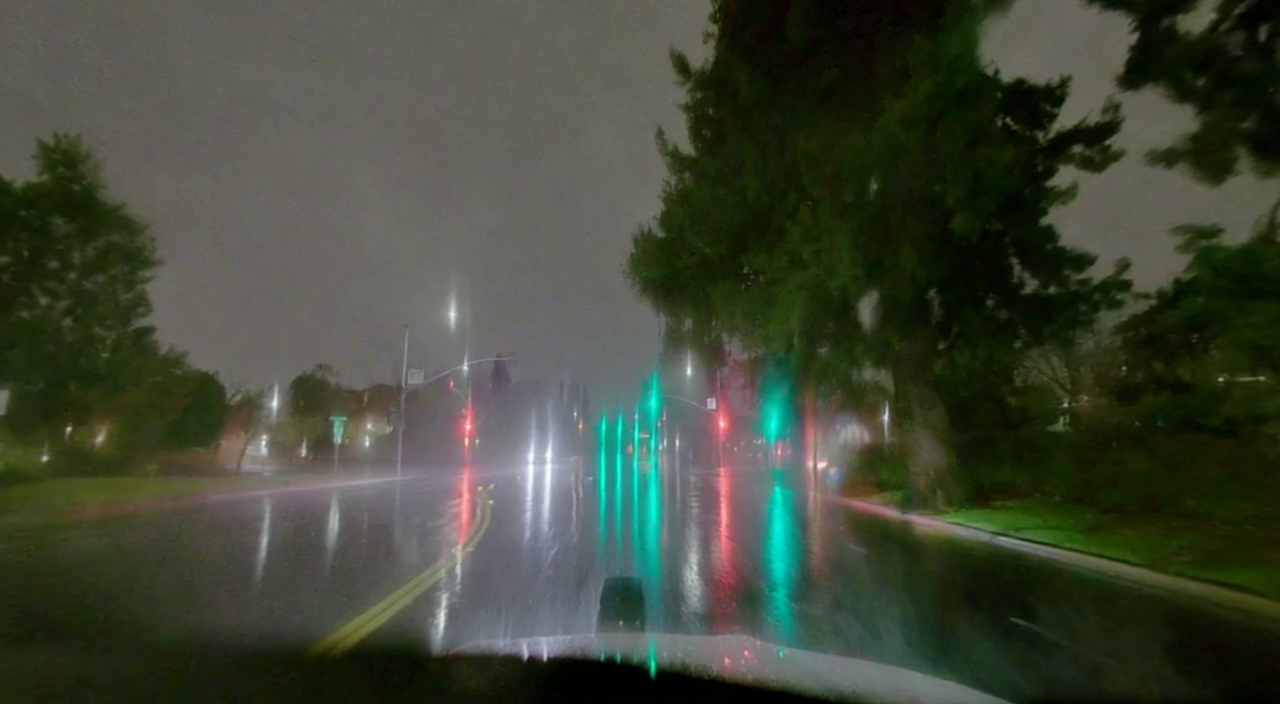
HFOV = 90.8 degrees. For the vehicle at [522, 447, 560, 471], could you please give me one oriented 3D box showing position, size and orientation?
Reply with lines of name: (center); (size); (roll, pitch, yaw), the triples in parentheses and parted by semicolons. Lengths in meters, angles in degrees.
vehicle: (-7.519, 8.204, 48.525); (2.091, 1.727, 4.413); (0, -9, 1)
